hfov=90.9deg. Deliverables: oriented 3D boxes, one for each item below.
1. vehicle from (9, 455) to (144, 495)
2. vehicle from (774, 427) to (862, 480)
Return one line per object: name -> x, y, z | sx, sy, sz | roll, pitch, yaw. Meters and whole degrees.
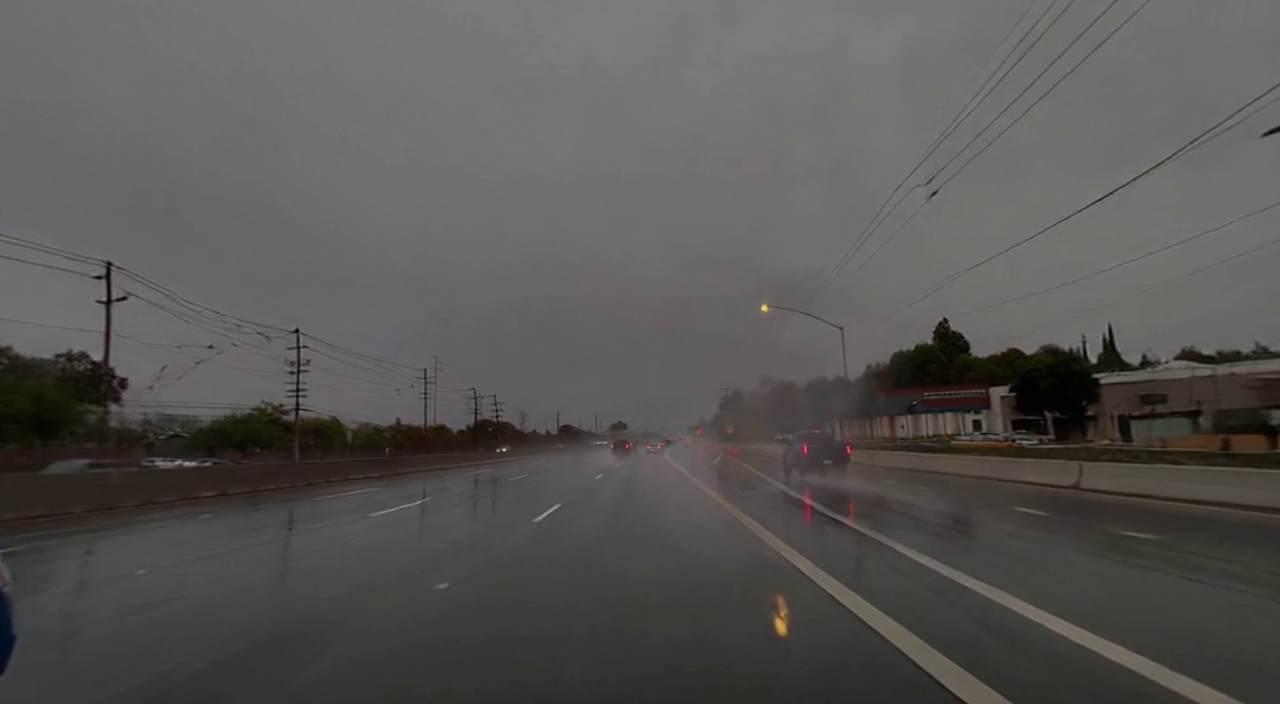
vehicle -> -27.804, 6.039, 31.406 | 2.055, 1.755, 4.912 | 0, -8, 1
vehicle -> 6.853, 3.988, 24.956 | 2.186, 1.840, 5.289 | -1, -8, 3
